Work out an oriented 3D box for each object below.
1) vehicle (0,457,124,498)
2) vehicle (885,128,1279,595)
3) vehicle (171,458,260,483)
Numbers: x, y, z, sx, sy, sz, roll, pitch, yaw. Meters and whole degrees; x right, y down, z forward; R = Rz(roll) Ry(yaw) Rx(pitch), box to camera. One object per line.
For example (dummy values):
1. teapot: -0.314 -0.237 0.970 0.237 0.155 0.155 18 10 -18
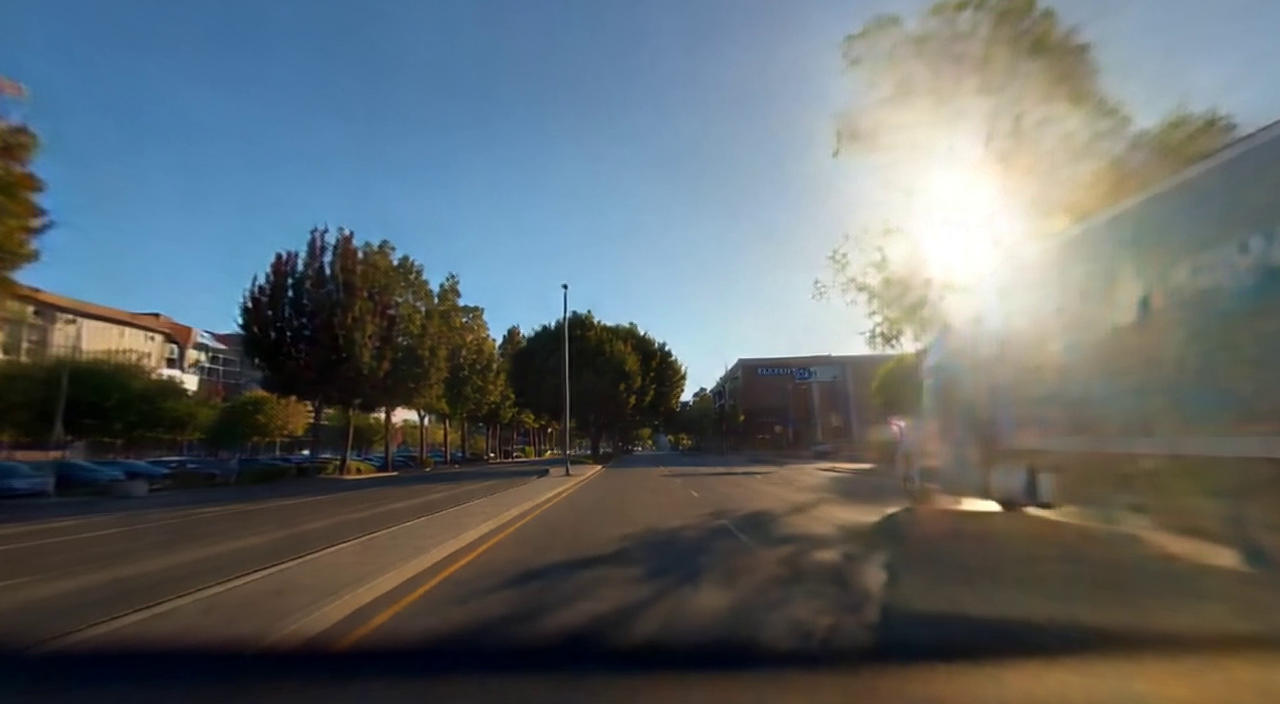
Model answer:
1. vehicle: -27.992 5.924 30.123 4.923 1.725 2.088 5 -10 -34
2. vehicle: 6.782 0.381 7.260 3.120 3.794 11.510 0 -8 -1
3. vehicle: -28.059 7.834 41.866 4.576 1.426 1.886 7 -11 -42
